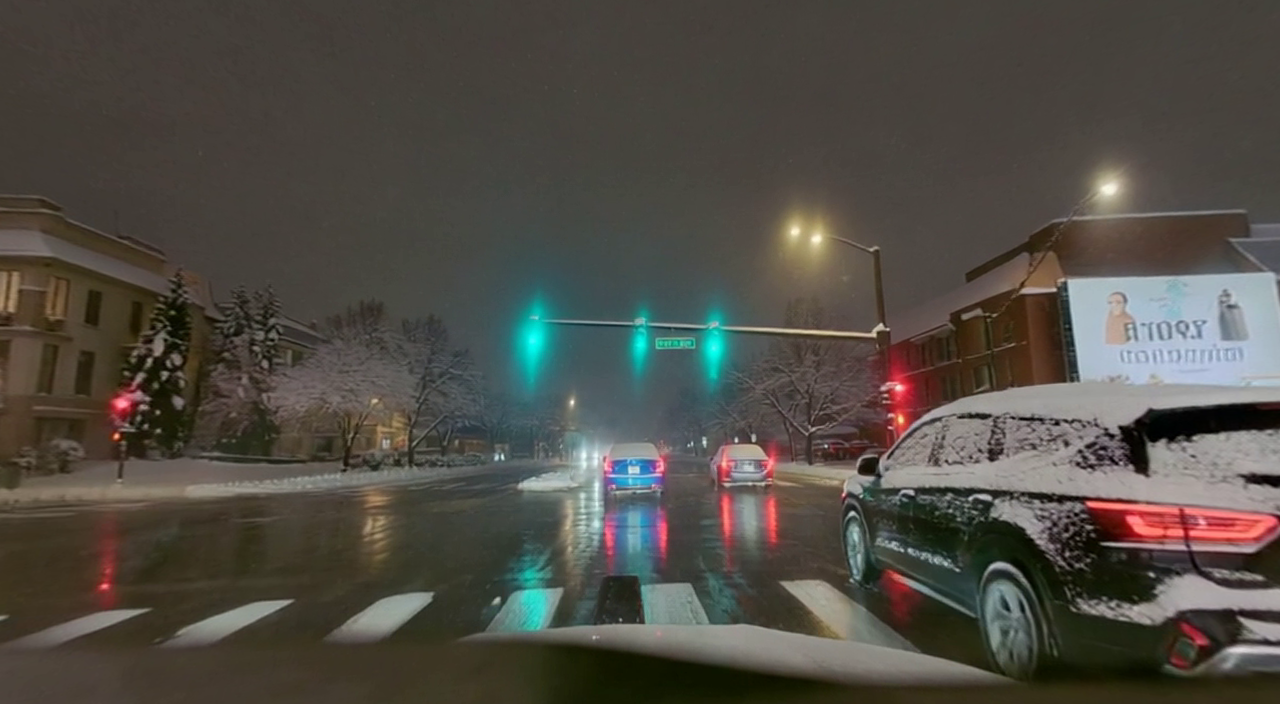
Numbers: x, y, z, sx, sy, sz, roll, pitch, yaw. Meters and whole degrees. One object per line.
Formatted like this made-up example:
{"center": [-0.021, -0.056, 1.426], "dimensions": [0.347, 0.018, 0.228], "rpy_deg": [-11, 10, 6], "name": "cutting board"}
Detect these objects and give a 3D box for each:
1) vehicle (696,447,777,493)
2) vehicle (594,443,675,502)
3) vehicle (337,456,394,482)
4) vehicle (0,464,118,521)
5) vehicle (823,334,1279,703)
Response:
{"center": [3.232, 4.042, 22.060], "dimensions": [2.009, 1.414, 4.416], "rpy_deg": [0, -8, -2], "name": "vehicle"}
{"center": [-0.180, 3.400, 18.288], "dimensions": [2.095, 1.502, 3.873], "rpy_deg": [0, -8, -1], "name": "vehicle"}
{"center": [-19.160, 8.151, 44.342], "dimensions": [1.942, 1.628, 4.721], "rpy_deg": [0, -9, -1], "name": "vehicle"}
{"center": [-19.167, 4.329, 19.733], "dimensions": [1.942, 1.453, 4.448], "rpy_deg": [-1, -8, 0], "name": "vehicle"}
{"center": [3.001, 1.132, 4.435], "dimensions": [2.047, 1.785, 4.357], "rpy_deg": [0, -8, -1], "name": "vehicle"}
